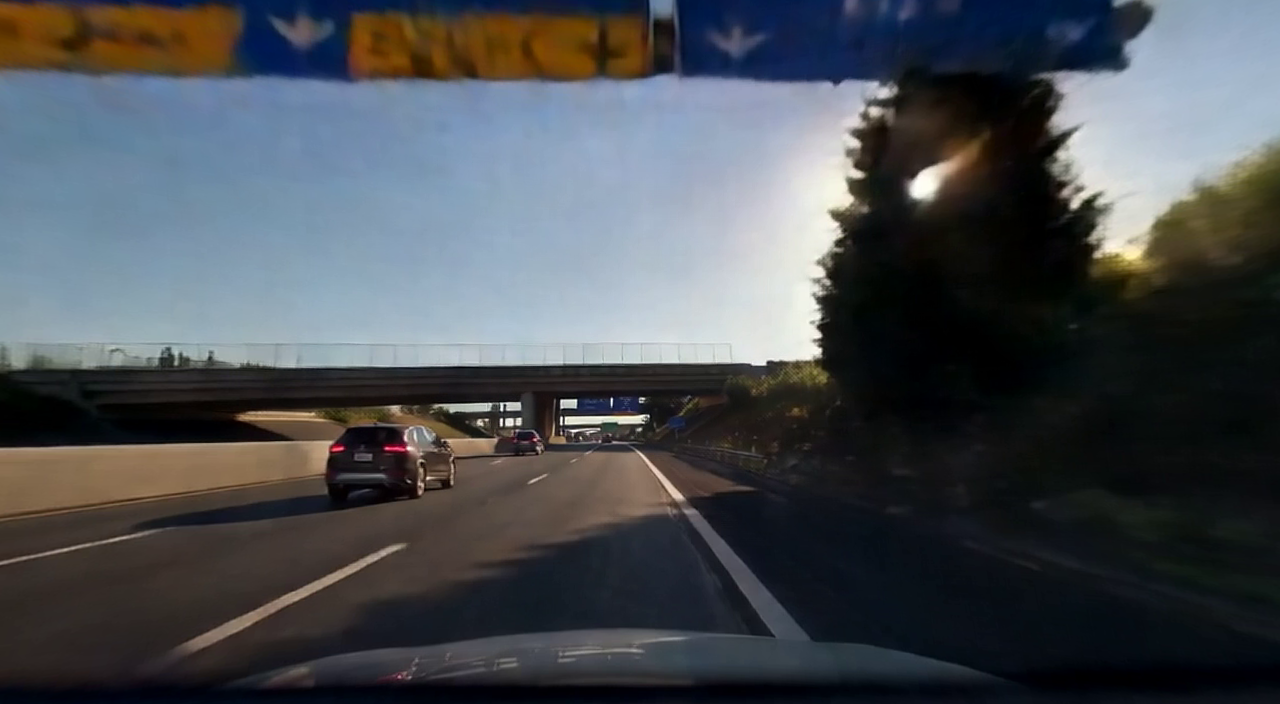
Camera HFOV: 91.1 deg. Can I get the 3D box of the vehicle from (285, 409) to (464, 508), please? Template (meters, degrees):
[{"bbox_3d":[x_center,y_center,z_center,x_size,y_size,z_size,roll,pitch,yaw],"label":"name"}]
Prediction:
[{"bbox_3d":[-5.250,2.156,13.153,2.007,1.727,4.040,0,-8,-1],"label":"vehicle"}]
